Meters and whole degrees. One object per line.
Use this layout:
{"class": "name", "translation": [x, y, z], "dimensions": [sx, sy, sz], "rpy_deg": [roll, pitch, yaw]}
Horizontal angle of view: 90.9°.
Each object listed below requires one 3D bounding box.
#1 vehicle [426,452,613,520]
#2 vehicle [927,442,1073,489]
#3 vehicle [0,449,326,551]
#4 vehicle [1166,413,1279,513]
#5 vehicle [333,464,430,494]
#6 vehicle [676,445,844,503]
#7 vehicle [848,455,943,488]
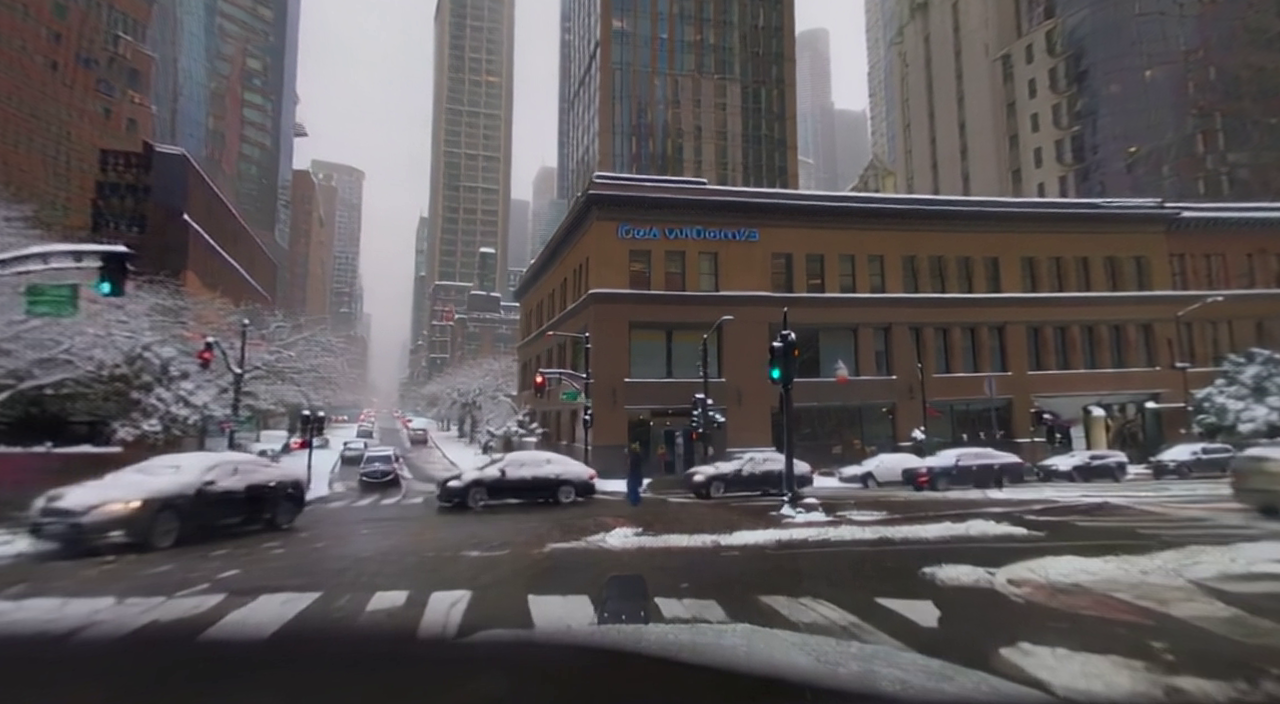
{"class": "vehicle", "translation": [-2.942, 3.321, 16.147], "dimensions": [4.371, 1.439, 1.818], "rpy_deg": [8, -12, -43]}
{"class": "vehicle", "translation": [13.290, 4.188, 23.464], "dimensions": [4.291, 1.606, 1.859], "rpy_deg": [0, -9, -2]}
{"class": "vehicle", "translation": [-8.786, 2.645, 12.181], "dimensions": [1.891, 1.502, 4.766], "rpy_deg": [-3, -9, 21]}
{"class": "vehicle", "translation": [13.736, 2.113, 12.251], "dimensions": [5.072, 1.746, 2.328], "rpy_deg": [0, -8, -5]}
{"class": "vehicle", "translation": [-15.748, 7.748, 38.628], "dimensions": [5.041, 1.636, 1.983], "rpy_deg": [0, -9, -3]}
{"class": "vehicle", "translation": [3.619, 3.735, 19.588], "dimensions": [4.749, 1.624, 1.926], "rpy_deg": [1, -9, -6]}
{"class": "vehicle", "translation": [12.997, 6.082, 32.199], "dimensions": [4.035, 1.586, 1.738], "rpy_deg": [0, -9, -2]}
